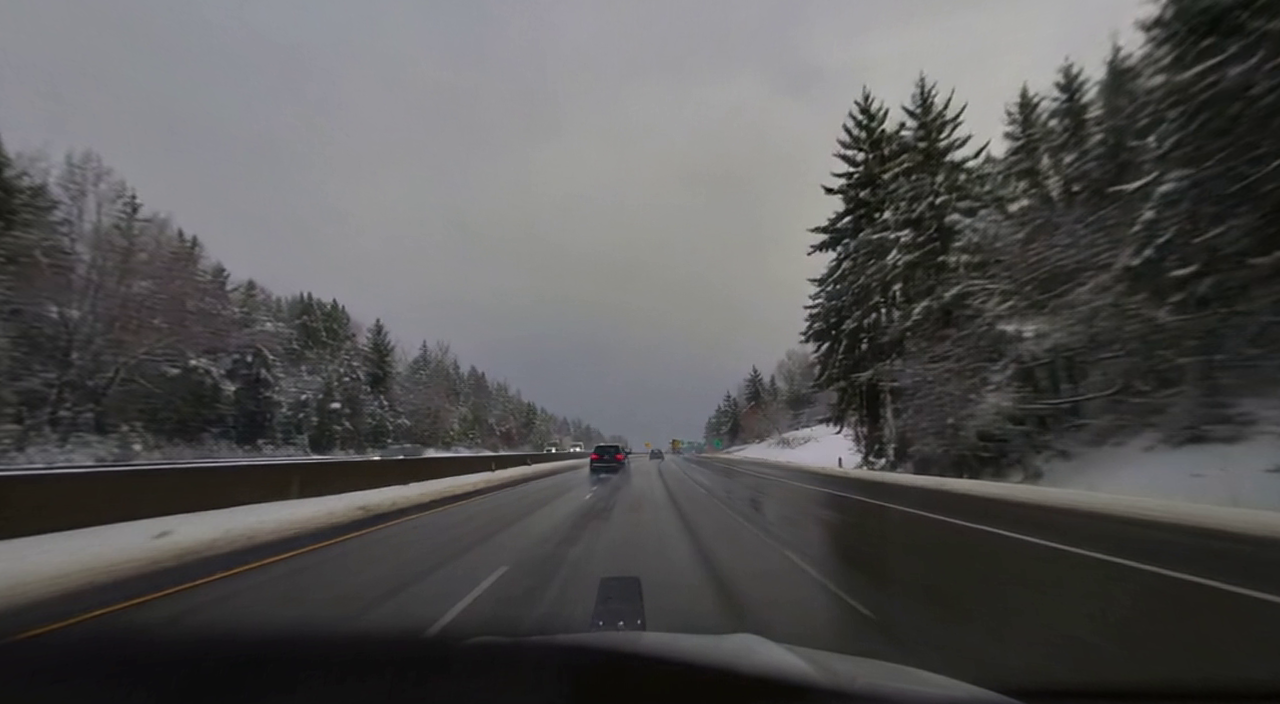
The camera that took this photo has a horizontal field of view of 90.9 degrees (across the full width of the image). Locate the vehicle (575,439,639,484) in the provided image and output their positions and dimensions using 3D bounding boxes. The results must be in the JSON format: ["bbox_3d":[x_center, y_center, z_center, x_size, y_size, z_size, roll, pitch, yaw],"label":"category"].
[{"bbox_3d":[-1.234,4.430,25.730,2.231,1.652,4.503,0,-9,2],"label":"vehicle"}]

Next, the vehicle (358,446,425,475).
[{"bbox_3d":[-15.234,6.672,38.965,2.181,1.678,4.625,0,-9,1],"label":"vehicle"}]
